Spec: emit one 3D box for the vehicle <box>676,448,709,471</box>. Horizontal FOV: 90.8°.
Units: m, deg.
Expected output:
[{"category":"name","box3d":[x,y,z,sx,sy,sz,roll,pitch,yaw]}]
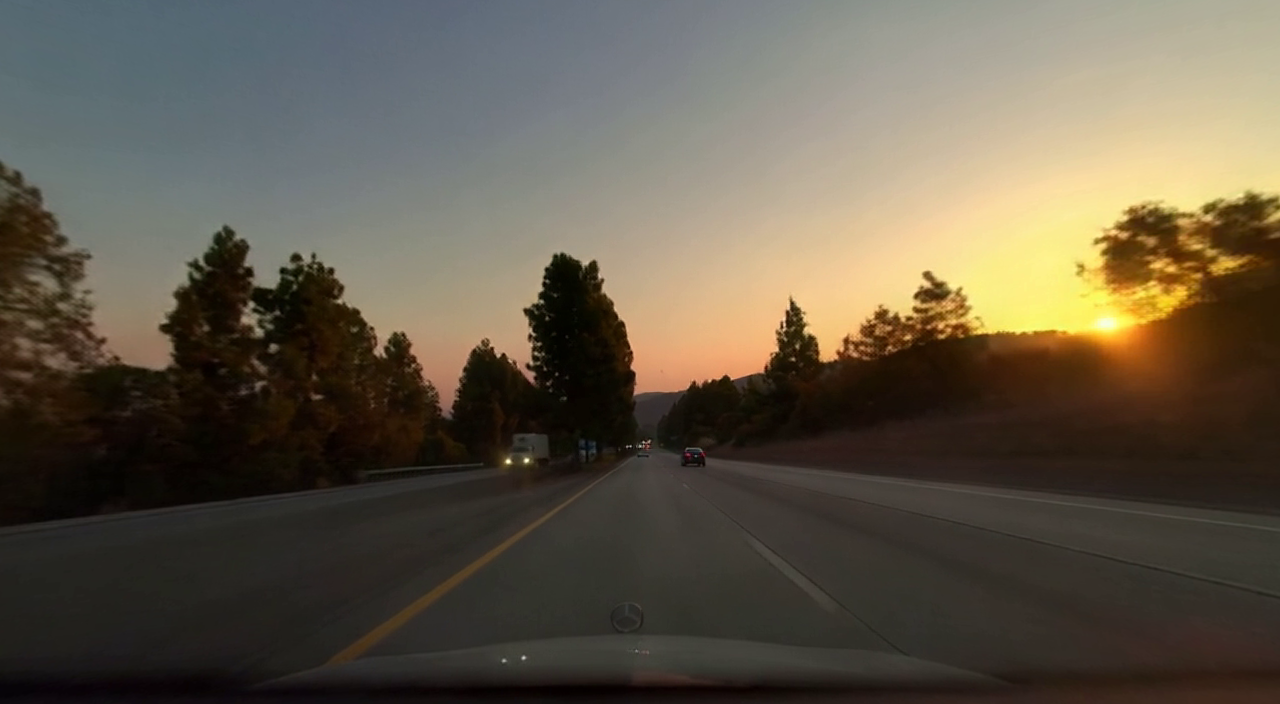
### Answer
[{"category":"vehicle","box3d":[3.729,7.713,45.414,2.013,1.584,3.995,0,-9,-1]}]
